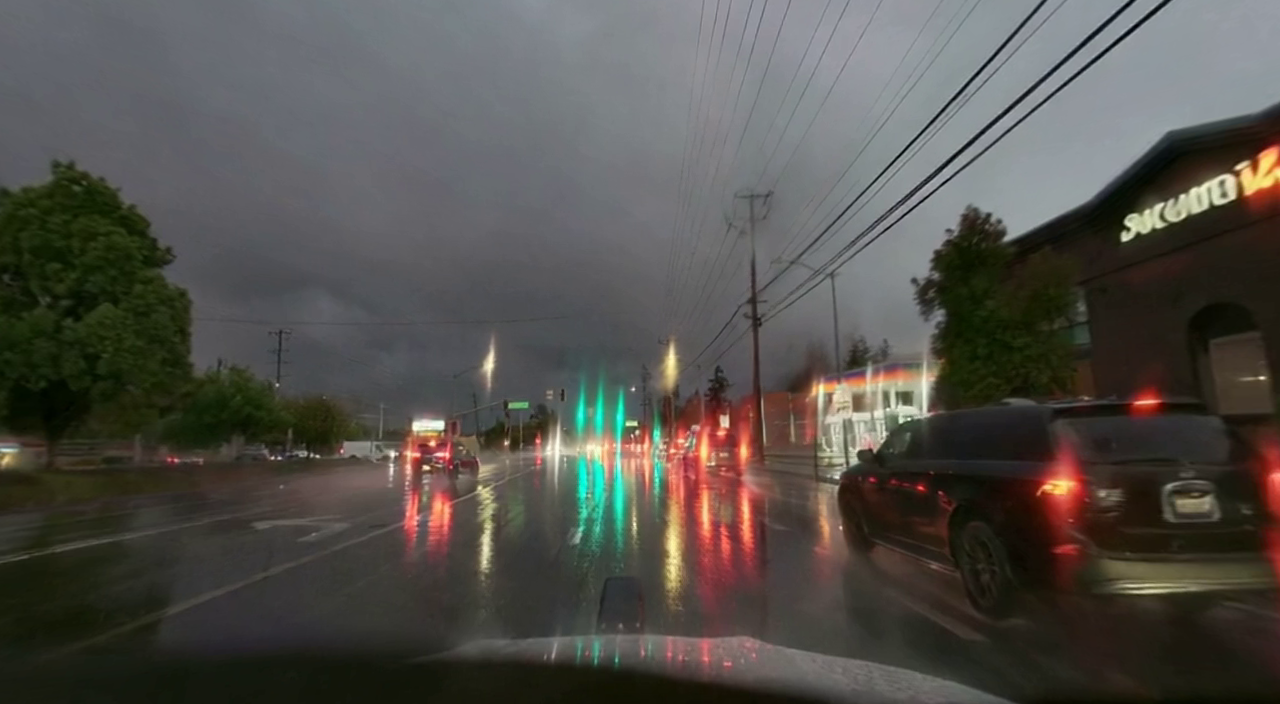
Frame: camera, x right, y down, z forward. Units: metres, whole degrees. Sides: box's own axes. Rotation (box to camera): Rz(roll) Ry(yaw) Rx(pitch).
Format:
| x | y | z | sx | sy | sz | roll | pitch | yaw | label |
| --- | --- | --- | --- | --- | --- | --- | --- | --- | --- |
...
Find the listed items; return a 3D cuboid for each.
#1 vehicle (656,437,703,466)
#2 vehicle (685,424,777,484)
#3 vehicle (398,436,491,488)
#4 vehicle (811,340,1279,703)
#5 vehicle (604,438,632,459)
| x | y | z | sx | sy | sz | roll | pitch | yaw | label |
| --- | --- | --- | --- | --- | --- | --- | --- | --- | --- |
| 2.134 | 5.521 | 35.224 | 1.945 | 1.470 | 4.363 | 0 | -9 | -5 | vehicle |
| 3.052 | 3.578 | 22.373 | 2.124 | 1.824 | 4.973 | 0 | -9 | -5 | vehicle |
| -6.204 | 3.538 | 20.596 | 2.075 | 1.470 | 4.190 | 0 | -9 | -6 | vehicle |
| 3.724 | 1.224 | 5.834 | 2.582 | 1.810 | 5.315 | 0 | -9 | -3 | vehicle |
| -1.751 | 7.534 | 49.383 | 2.065 | 1.484 | 3.894 | 0 | -9 | -4 | vehicle |
